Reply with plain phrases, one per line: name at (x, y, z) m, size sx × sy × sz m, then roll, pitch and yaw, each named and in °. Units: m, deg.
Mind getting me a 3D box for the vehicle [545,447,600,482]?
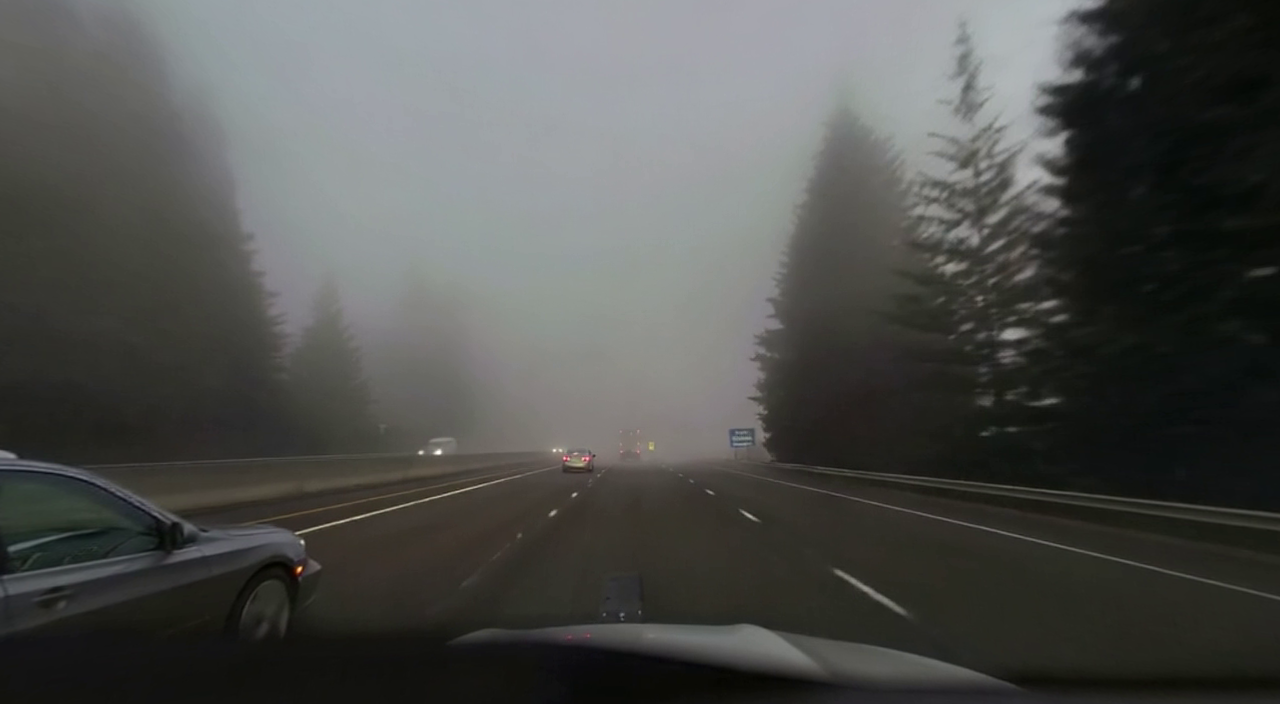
vehicle at (-3.226, 5.477, 31.067) m, size 2.184 × 1.574 × 5.004 m, roll 0°, pitch -9°, yaw -1°
